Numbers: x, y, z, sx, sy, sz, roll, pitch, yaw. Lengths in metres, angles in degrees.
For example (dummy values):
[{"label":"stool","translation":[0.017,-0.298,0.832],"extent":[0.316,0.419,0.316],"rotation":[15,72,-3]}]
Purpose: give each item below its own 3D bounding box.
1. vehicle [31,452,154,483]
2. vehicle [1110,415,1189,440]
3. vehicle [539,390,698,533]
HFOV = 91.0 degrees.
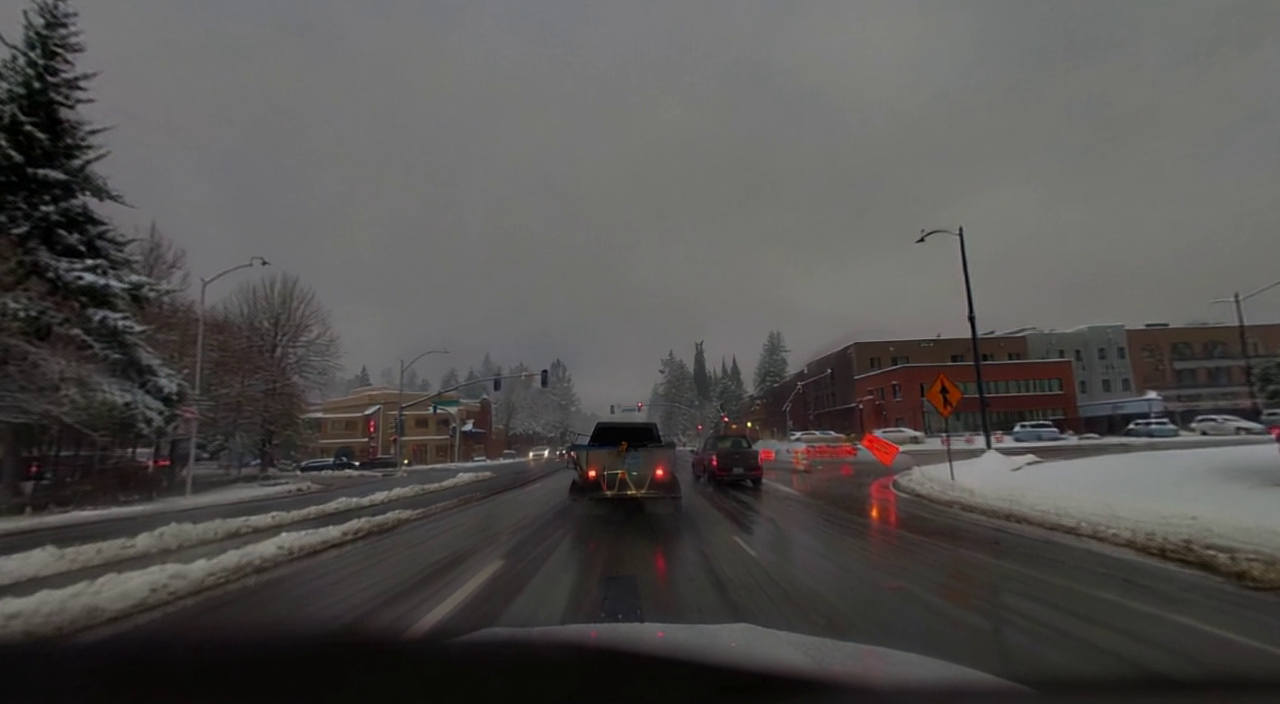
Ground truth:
[{"label":"vehicle","translation":[-36.164,7.604,41.724],"extent":[5.755,1.945,2.403],"rotation":[0,-9,-1]},{"label":"vehicle","translation":[39.390,5.843,48.832],"extent":[4.556,1.639,2.002],"rotation":[-2,-8,34]},{"label":"vehicle","translation":[-0.454,2.054,12.348],"extent":[2.350,2.122,5.801],"rotation":[0,-8,-3]}]
